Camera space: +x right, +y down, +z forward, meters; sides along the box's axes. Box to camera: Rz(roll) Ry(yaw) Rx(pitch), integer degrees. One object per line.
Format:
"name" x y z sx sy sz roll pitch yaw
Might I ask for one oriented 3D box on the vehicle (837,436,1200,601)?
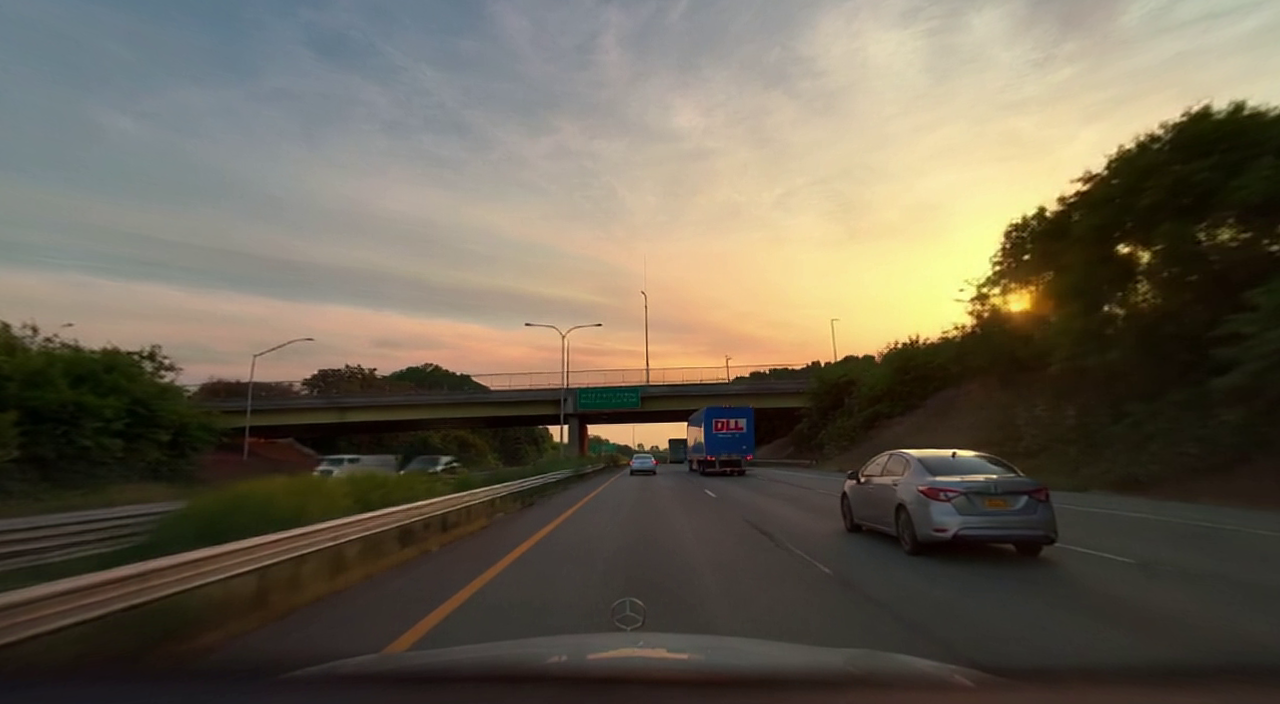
"vehicle" 4.050 1.818 7.785 1.894 1.452 4.164 0 -9 0

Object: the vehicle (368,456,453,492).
"vehicle" -9.922 5.289 27.629 1.937 1.415 4.356 -1 -9 3

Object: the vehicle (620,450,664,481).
"vehicle" 0.086 5.614 31.377 2.055 1.445 3.661 0 -9 0

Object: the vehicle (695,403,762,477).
"vehicle" 5.128 5.356 38.023 2.838 3.985 8.010 0 -9 0
